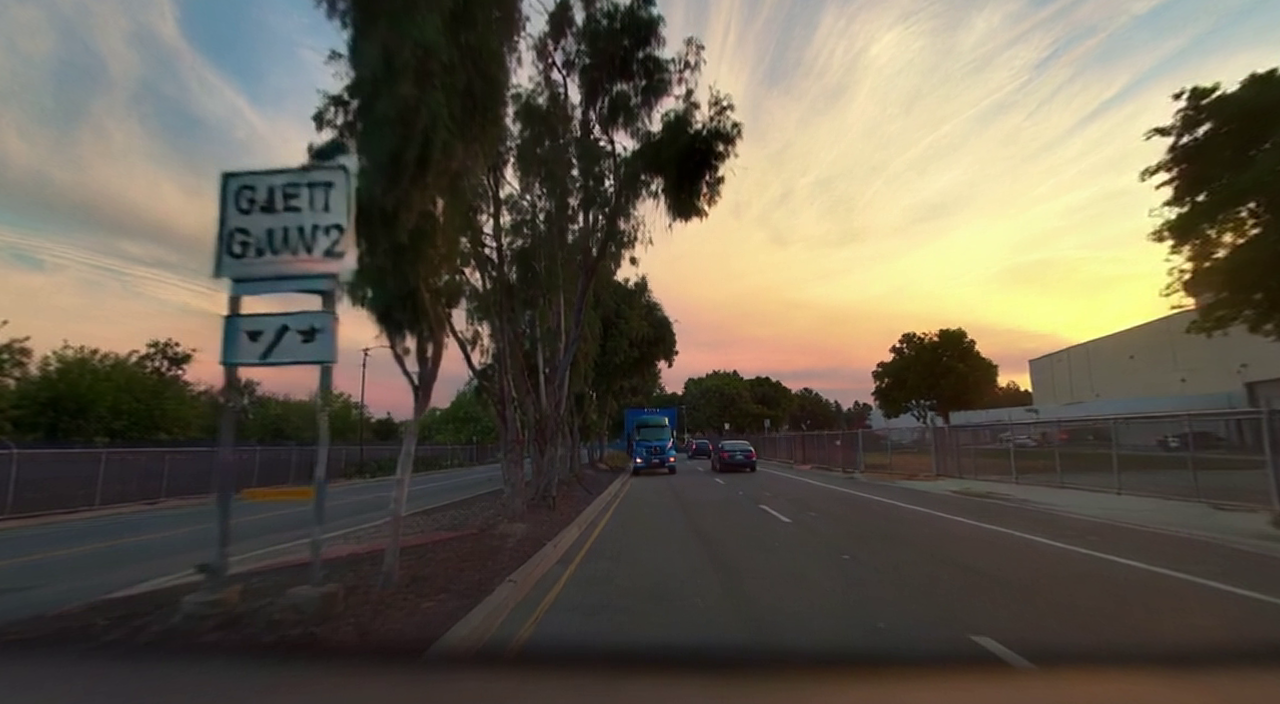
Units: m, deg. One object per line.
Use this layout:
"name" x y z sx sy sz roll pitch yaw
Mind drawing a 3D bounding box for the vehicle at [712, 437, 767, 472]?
"vehicle" 5.114 5.329 32.964 2.151 1.662 4.543 0 -8 1

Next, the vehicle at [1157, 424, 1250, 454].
"vehicle" 37.485 5.866 42.162 2.389 1.806 5.792 -3 -9 18

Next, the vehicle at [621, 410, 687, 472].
"vehicle" 0.727 4.839 34.201 3.197 2.963 7.055 0 -8 1
